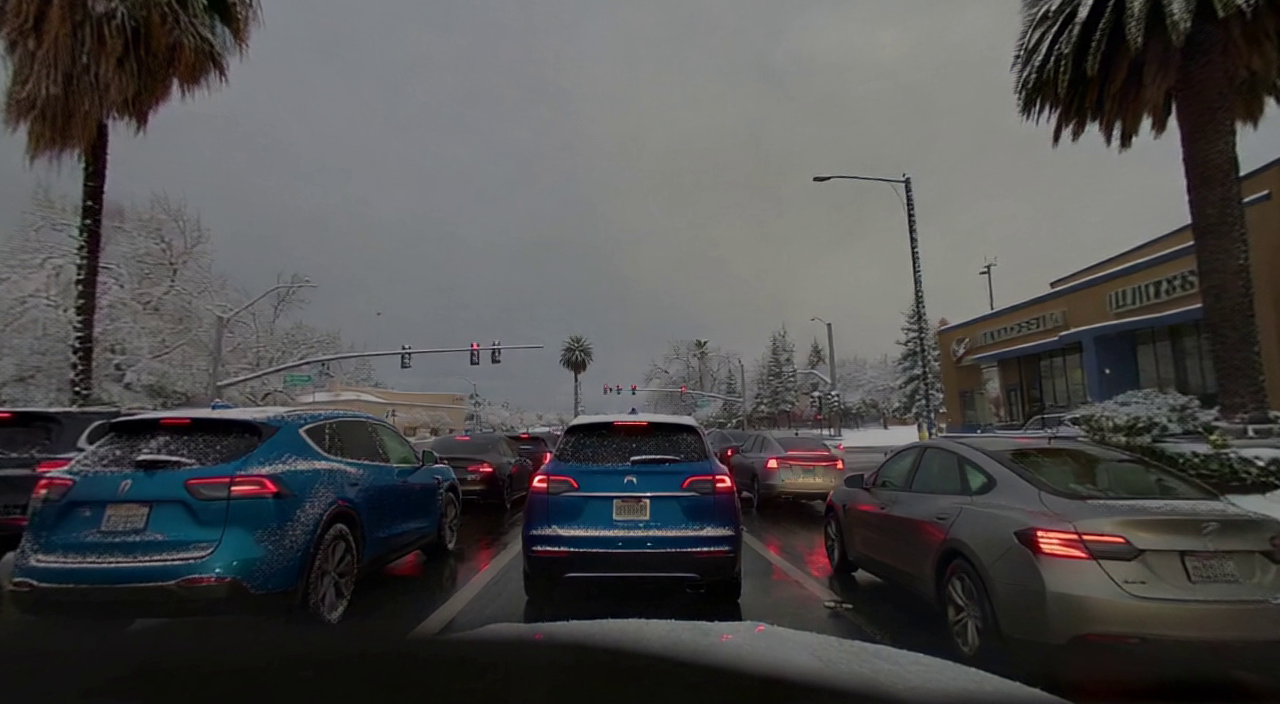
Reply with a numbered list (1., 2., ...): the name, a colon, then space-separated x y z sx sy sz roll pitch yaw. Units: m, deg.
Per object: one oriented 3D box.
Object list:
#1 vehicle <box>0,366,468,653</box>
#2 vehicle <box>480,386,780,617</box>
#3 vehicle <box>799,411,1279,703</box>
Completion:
1. vehicle: -3.341 1.279 6.126 2.014 1.755 4.360 0 -8 1
2. vehicle: -0.134 1.460 7.062 2.280 1.747 4.361 0 -8 -2
3. vehicle: 2.965 1.367 5.248 2.017 1.491 4.611 0 -8 -1
